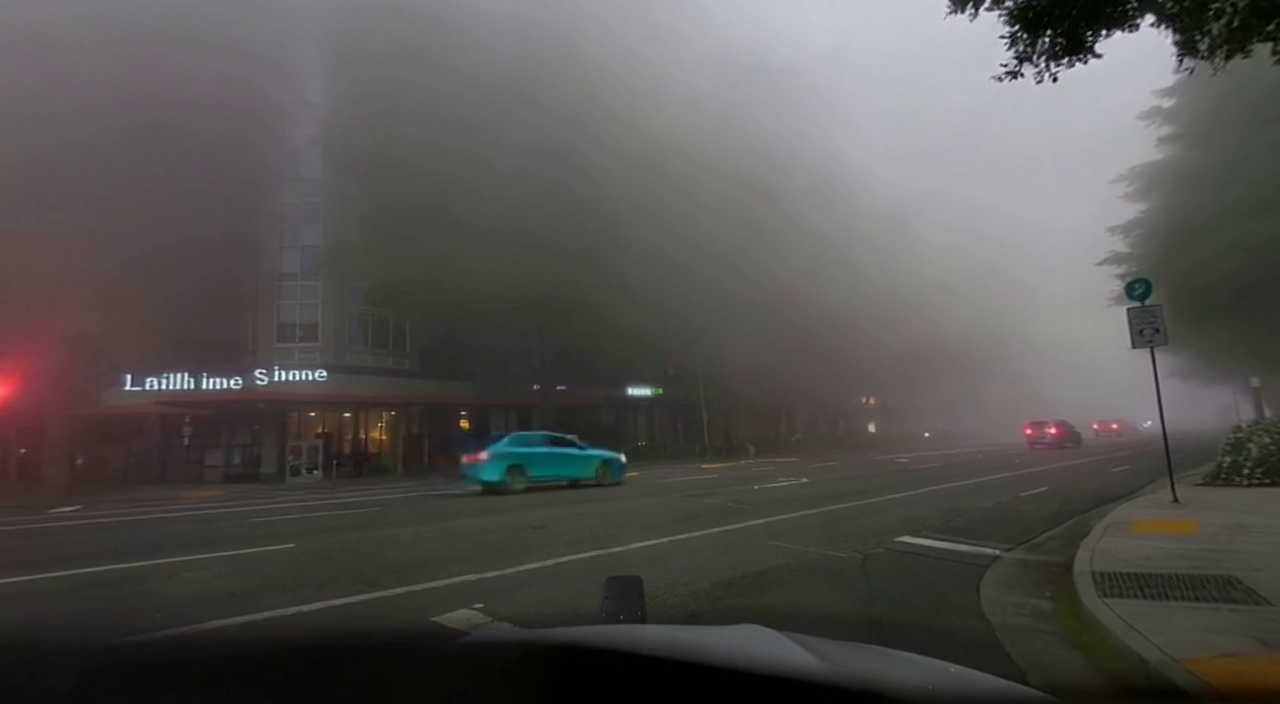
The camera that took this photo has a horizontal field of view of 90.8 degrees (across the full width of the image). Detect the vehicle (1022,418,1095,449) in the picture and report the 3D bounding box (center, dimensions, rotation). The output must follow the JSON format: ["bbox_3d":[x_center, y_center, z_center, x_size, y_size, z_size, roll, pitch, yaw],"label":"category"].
[{"bbox_3d":[21.839,4.285,32.911,4.182,1.536,1.885,7,-11,-38],"label":"vehicle"}]

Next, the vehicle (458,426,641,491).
[{"bbox_3d":[-2.253,2.754,16.578,4.415,1.464,1.890,8,-12,-42],"label":"vehicle"}]
